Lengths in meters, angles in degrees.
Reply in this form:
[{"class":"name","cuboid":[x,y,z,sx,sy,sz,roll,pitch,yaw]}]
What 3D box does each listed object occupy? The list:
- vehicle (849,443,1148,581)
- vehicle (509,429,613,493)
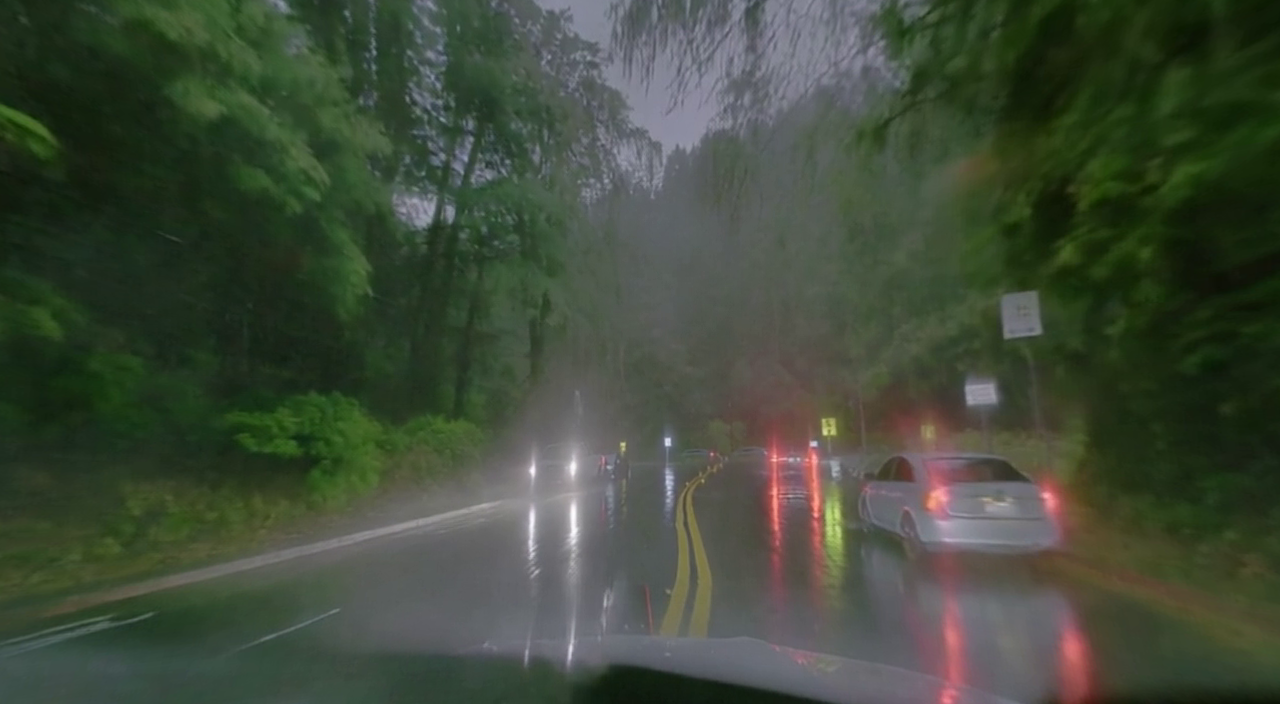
[{"class":"vehicle","cuboid":[4.542,2.023,9.004,2.033,1.424,4.560,-1,-8,7]},{"class":"vehicle","cuboid":[-3.002,4.520,25.513,2.583,2.167,5.667,-5,-13,9]}]
